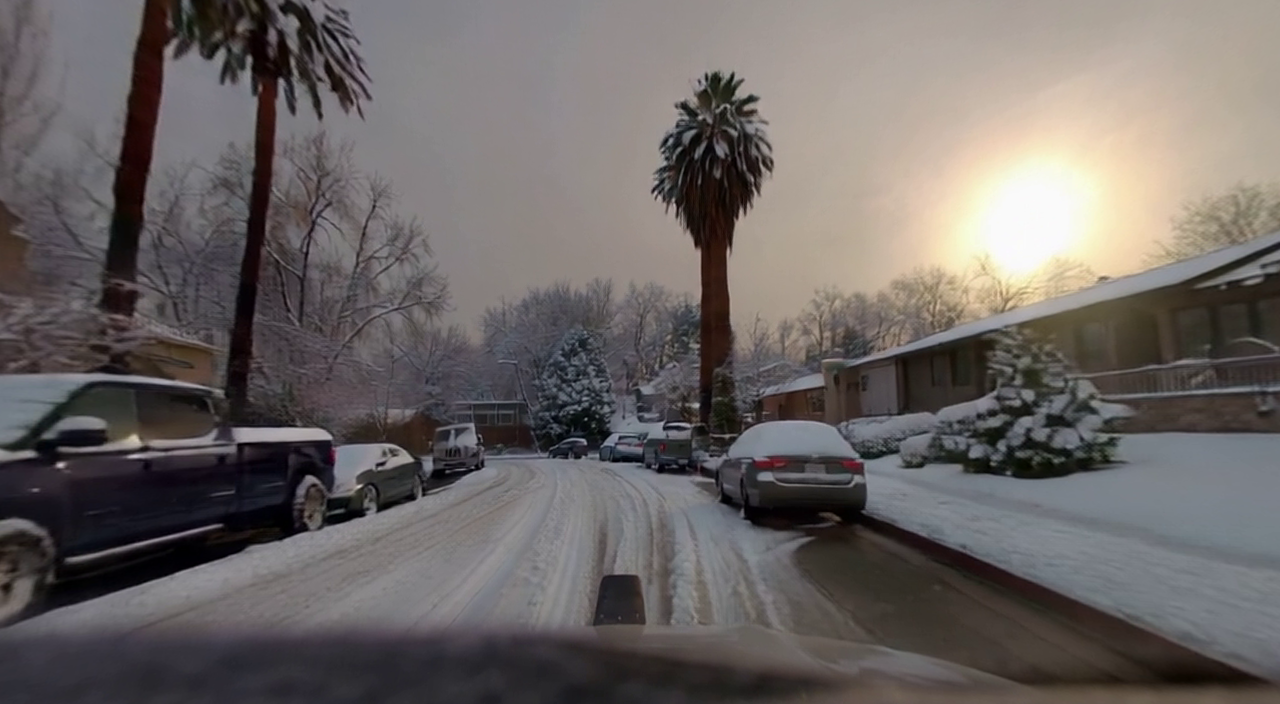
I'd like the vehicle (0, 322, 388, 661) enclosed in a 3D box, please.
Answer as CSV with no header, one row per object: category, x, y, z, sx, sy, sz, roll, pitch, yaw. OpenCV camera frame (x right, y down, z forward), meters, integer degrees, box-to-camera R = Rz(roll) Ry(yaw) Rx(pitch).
vehicle,-5.353,1.237,6.375,2.624,2.178,6.522,-1,-8,3

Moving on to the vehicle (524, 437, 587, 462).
vehicle,-5.692,6.428,41.691,2.108,1.503,4.977,6,-10,-34

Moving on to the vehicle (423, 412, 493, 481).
vehicle,-7.806,4.047,26.894,2.337,2.289,6.092,-5,-7,-18

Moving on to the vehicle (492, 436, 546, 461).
vehicle,-8.929,7.061,46.082,1.918,1.753,4.655,6,-10,-38

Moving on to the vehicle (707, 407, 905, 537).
vehicle,2.386,1.885,10.471,2.076,1.658,4.604,0,-8,1

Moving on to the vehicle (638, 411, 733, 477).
vehicle,1.420,3.199,21.877,2.139,1.997,4.864,1,-8,-10
